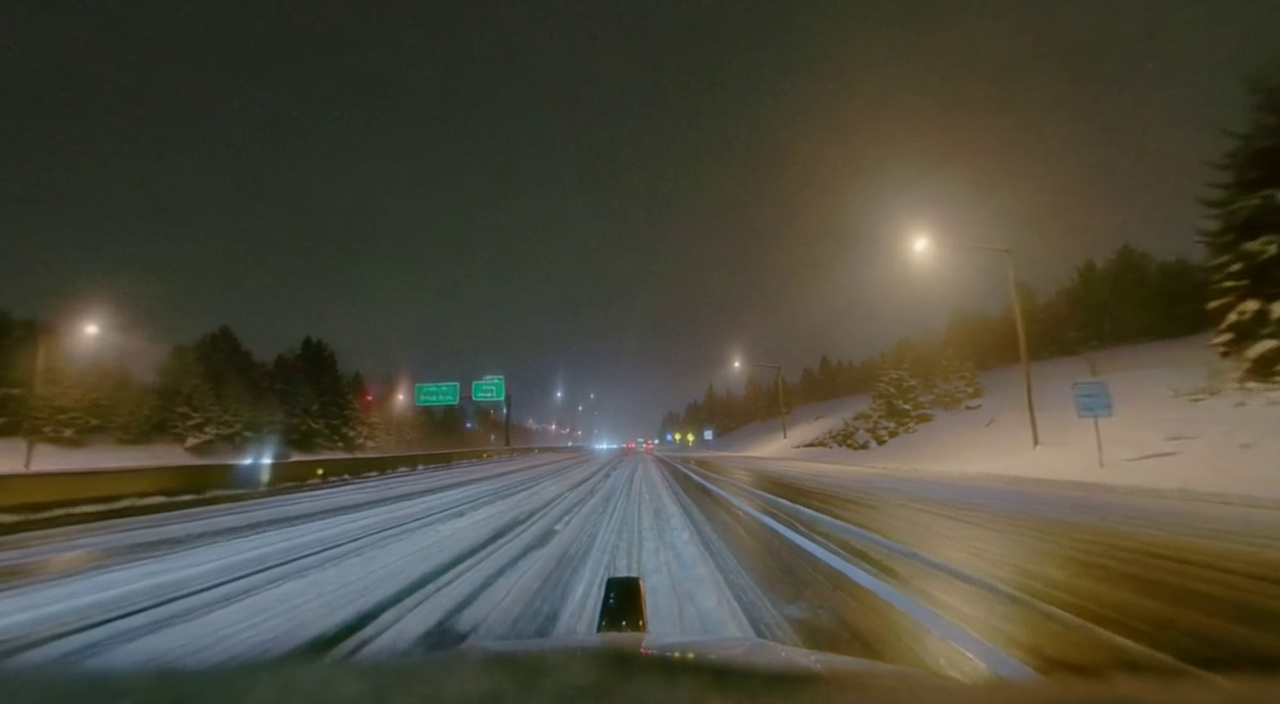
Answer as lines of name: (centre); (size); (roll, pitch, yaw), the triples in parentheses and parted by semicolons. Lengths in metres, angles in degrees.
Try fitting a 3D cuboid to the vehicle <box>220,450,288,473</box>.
vehicle: (-27.137, 7.673, 44.501); (1.863, 1.509, 4.466); (-1, -9, 2)
